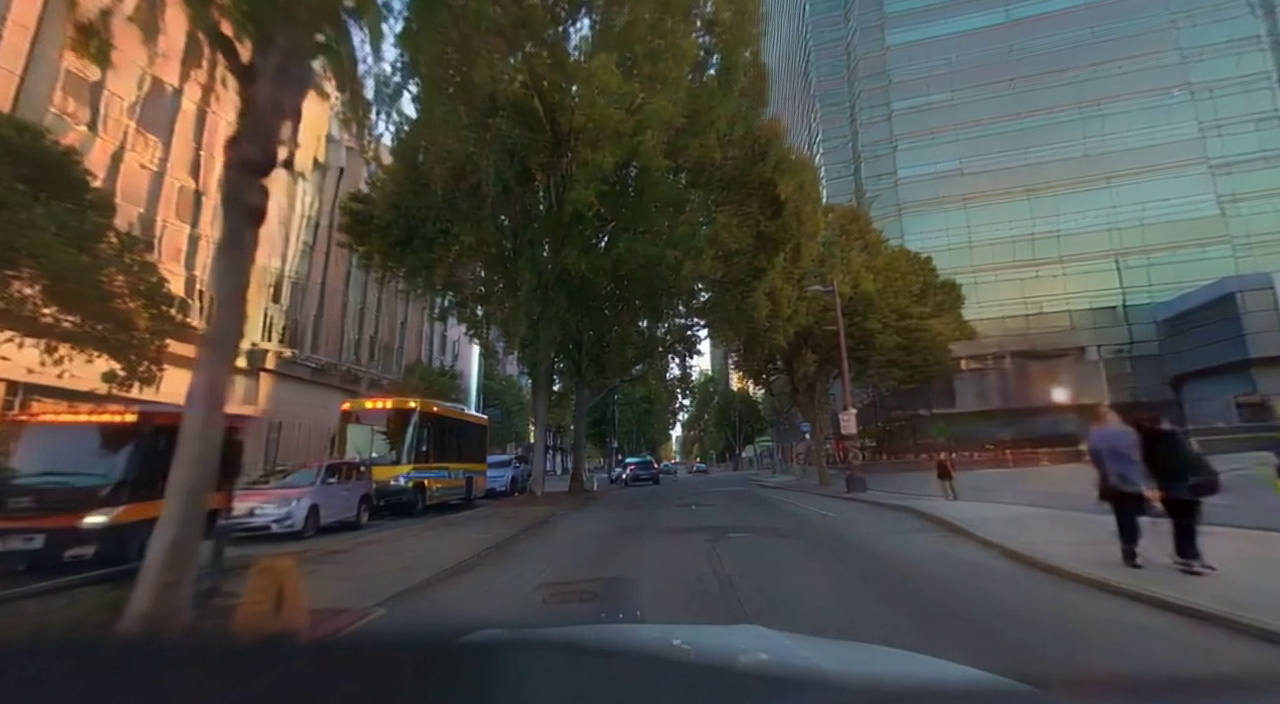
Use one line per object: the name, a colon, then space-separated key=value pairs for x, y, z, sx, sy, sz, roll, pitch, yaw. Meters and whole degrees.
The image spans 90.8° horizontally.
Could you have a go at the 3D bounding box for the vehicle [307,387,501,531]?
vehicle: x=-5.096 y=2.443 z=14.879 sx=2.268 sy=2.708 sz=5.699 roll=0 pitch=-9 yaw=1

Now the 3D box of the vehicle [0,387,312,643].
vehicle: x=-5.663 y=1.490 z=6.543 sx=1.988 sy=1.855 sz=4.599 roll=0 pitch=-9 yaw=1

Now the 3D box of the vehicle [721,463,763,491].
vehicle: x=6.431 y=7.963 z=40.386 sx=1.888 sy=1.536 sz=4.381 roll=0 pitch=-9 yaw=-1
